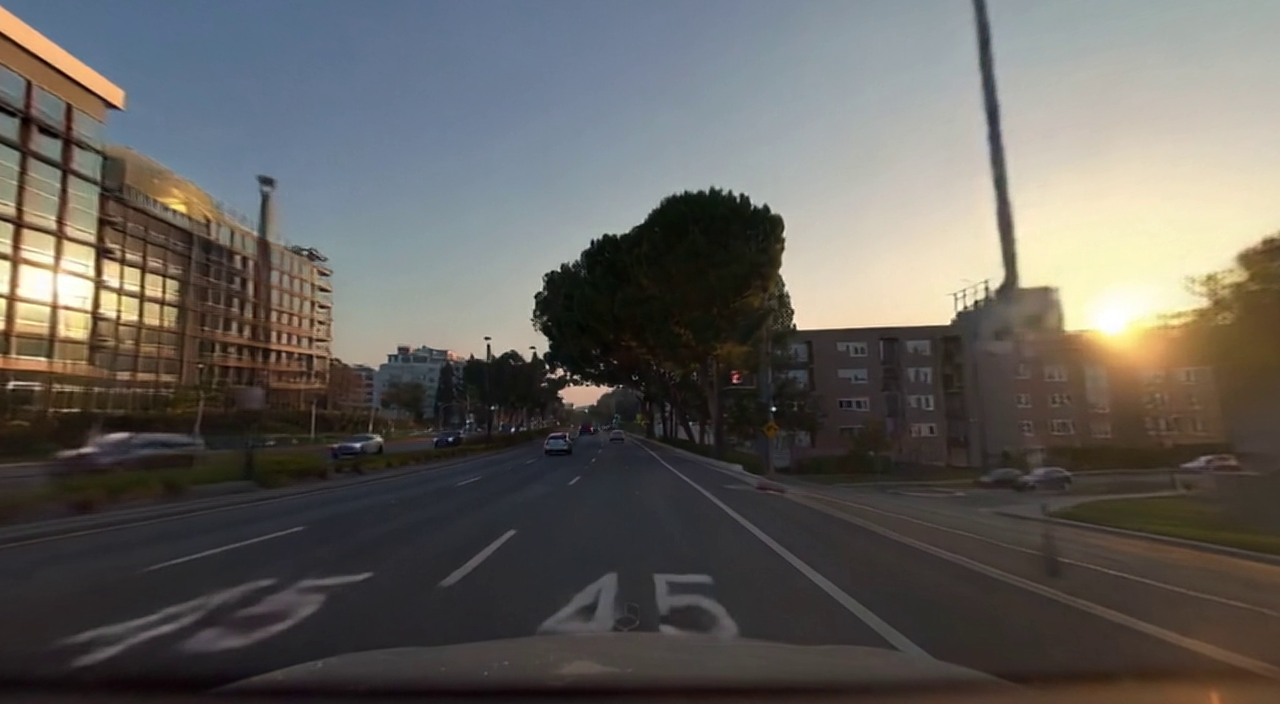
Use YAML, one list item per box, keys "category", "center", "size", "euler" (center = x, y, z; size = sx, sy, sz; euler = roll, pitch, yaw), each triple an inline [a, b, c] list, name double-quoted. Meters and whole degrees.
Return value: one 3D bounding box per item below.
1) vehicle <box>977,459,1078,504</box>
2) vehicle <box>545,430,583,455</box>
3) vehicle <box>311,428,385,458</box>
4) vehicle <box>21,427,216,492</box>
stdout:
- category: "vehicle"
  center: [23.406, 7.862, 38.317]
  size: [4.619, 1.807, 2.224]
  euler: [7, -20, 2]
- category: "vehicle"
  center: [-4.894, 5.876, 41.029]
  size: [2.025, 1.474, 4.292]
  euler: [0, -8, -2]
- category: "vehicle"
  center: [-18.346, 5.772, 39.998]
  size: [2.286, 1.743, 4.869]
  euler: [0, -8, 1]
- category: "vehicle"
  center: [-15.639, 3.234, 19.369]
  size: [1.972, 1.715, 4.521]
  euler: [0, -8, 2]
